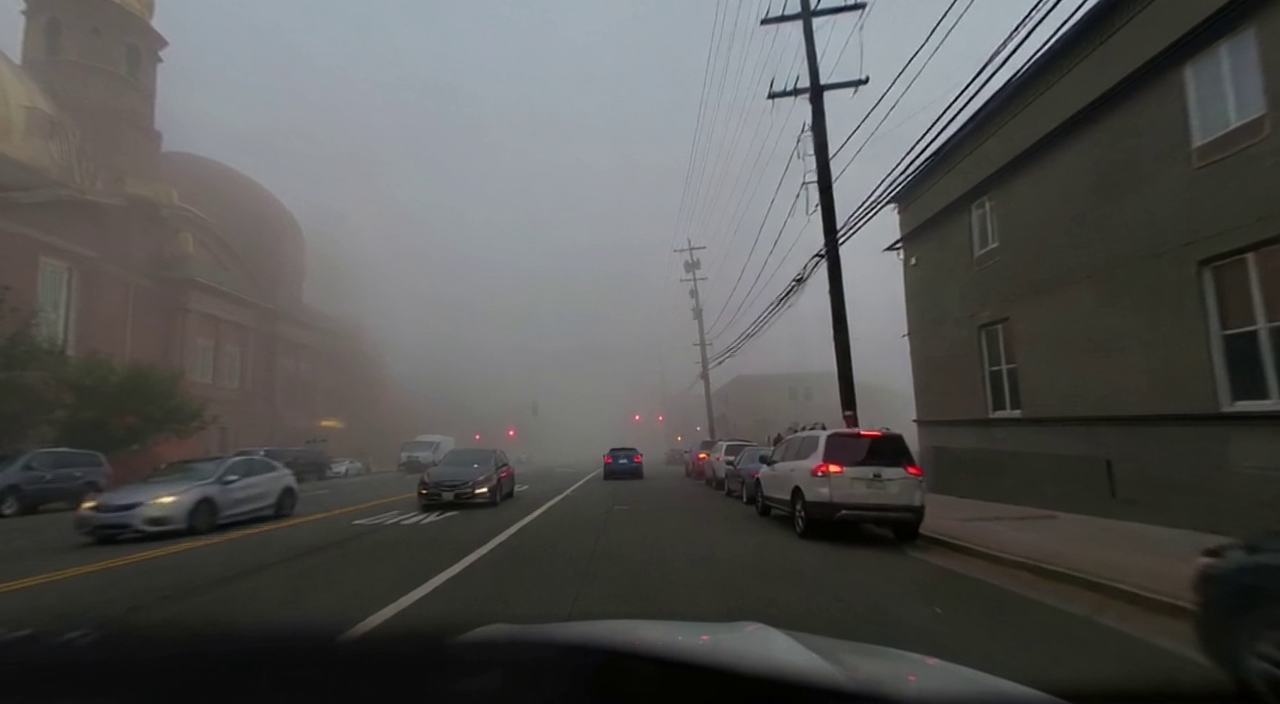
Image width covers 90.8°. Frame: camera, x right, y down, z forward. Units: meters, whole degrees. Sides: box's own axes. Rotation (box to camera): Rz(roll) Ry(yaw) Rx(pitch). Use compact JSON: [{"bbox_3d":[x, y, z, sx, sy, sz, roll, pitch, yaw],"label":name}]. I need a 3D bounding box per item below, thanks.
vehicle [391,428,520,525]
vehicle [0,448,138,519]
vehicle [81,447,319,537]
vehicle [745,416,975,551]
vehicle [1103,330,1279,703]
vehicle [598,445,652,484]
[{"bbox_3d":[-3.911,2.604,13.901,2.240,1.731,4.470,1,-9,-13],"label":"vehicle"},{"bbox_3d":[-18.521,3.835,18.654,5.376,1.885,2.218,0,-8,-1],"label":"vehicle"},{"bbox_3d":[-8.878,2.793,13.335,1.996,1.547,4.238,0,-8,-1],"label":"vehicle"},{"bbox_3d":[3.462,2.216,11.359,2.106,1.750,5.328,2,-9,-1],"label":"vehicle"},{"bbox_3d":[3.649,0.612,1.085,2.133,1.791,4.642,1,-9,-1],"label":"vehicle"},{"bbox_3d":[-0.591,4.653,26.562,2.049,1.453,4.299,-1,-8,0],"label":"vehicle"}]
